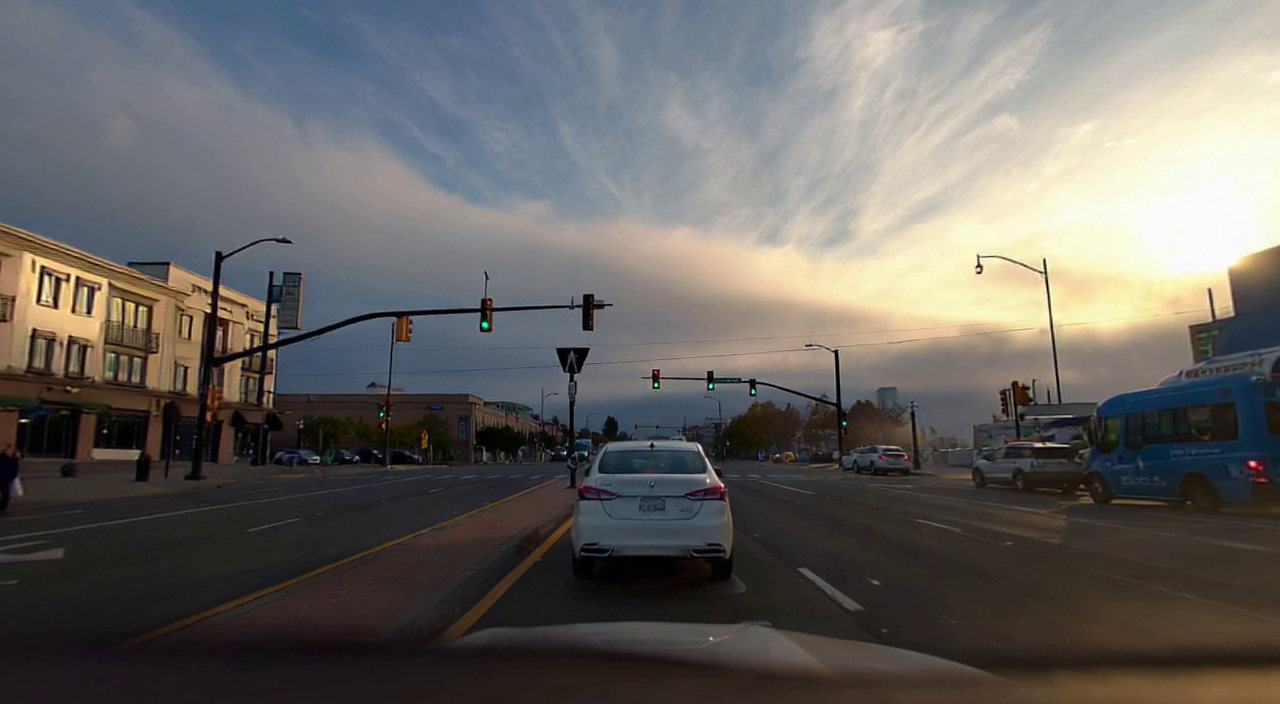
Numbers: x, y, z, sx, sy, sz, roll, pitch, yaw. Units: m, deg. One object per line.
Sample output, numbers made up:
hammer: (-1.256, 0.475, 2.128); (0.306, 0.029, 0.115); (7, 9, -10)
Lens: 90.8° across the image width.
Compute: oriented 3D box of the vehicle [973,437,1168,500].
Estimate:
vehicle: (14.067, 3.831, 21.315); (2.309, 1.819, 5.793); (0, -9, -3)

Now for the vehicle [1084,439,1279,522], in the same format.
vehicle: (14.178, 3.109, 15.916); (2.235, 1.721, 5.230); (0, -9, 1)

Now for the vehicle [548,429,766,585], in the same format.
vehicle: (0.134, 1.807, 8.204); (2.067, 1.471, 4.241); (0, -9, -1)
